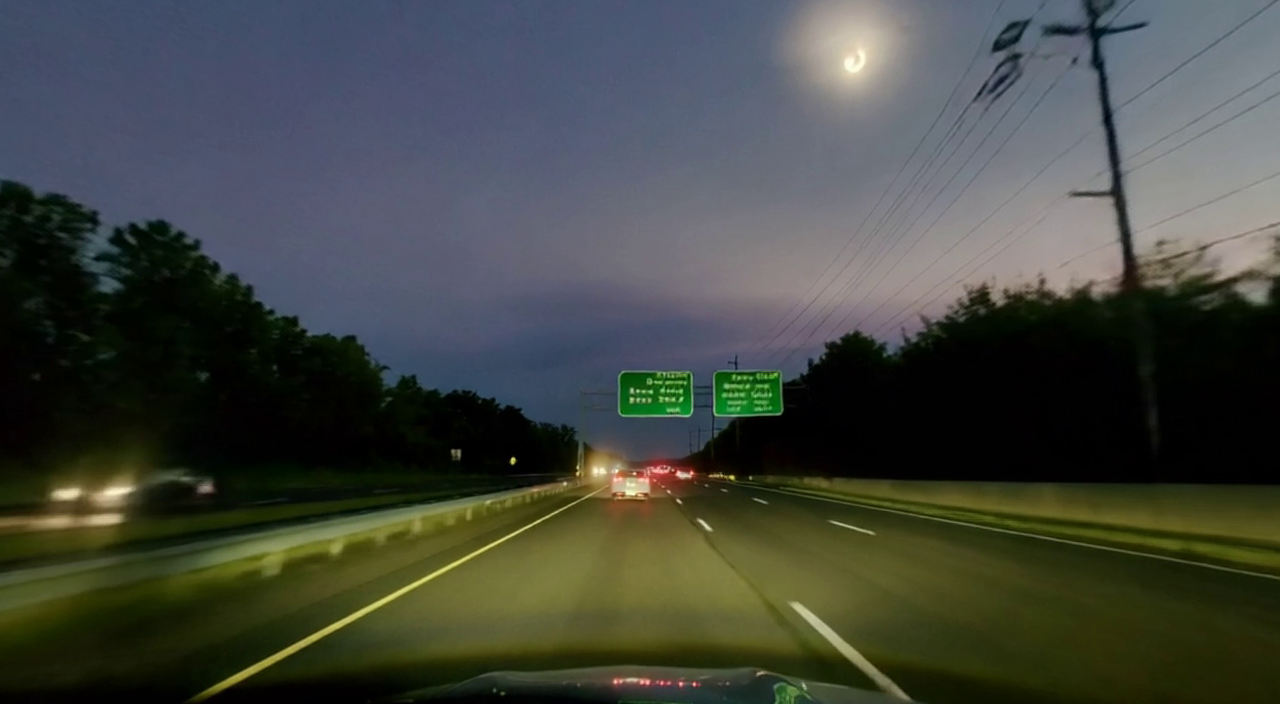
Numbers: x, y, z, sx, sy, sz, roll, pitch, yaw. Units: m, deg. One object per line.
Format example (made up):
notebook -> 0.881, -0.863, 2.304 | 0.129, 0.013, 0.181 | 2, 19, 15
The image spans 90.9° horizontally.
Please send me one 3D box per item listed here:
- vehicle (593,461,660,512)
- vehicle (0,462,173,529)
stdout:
vehicle -> -0.409, 4.418, 21.010 | 1.987, 1.480, 3.786 | 1, -10, 0
vehicle -> -15.264, 3.766, 17.039 | 1.812, 1.510, 4.420 | 1, -10, 0
